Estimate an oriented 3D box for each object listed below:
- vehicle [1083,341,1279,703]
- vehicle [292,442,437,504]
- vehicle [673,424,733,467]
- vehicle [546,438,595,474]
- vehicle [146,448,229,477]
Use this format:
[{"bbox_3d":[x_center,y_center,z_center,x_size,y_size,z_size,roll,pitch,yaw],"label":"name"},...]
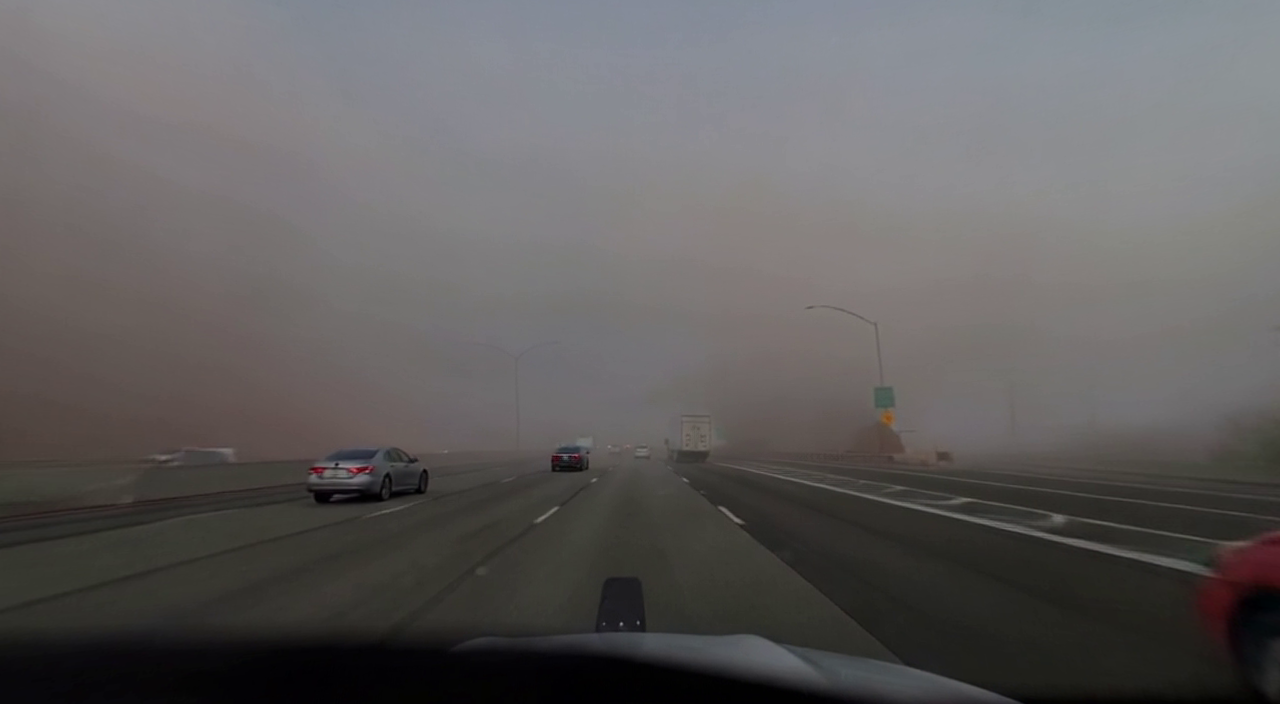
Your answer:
[{"bbox_3d":[3.746,0.619,1.474,2.124,1.674,4.494,0,-9,0],"label":"vehicle"},{"bbox_3d":[-7.469,3.312,17.646,2.050,1.487,4.372,0,-9,0],"label":"vehicle"},{"bbox_3d":[4.274,6.923,46.309,2.891,2.596,15.534,0,-9,0],"label":"vehicle"},{"bbox_3d":[-3.479,5.303,32.161,2.017,1.683,4.094,0,-9,0],"label":"vehicle"},{"bbox_3d":[-24.579,5.999,34.358,1.672,1.496,3.693,0,-9,1],"label":"vehicle"}]
